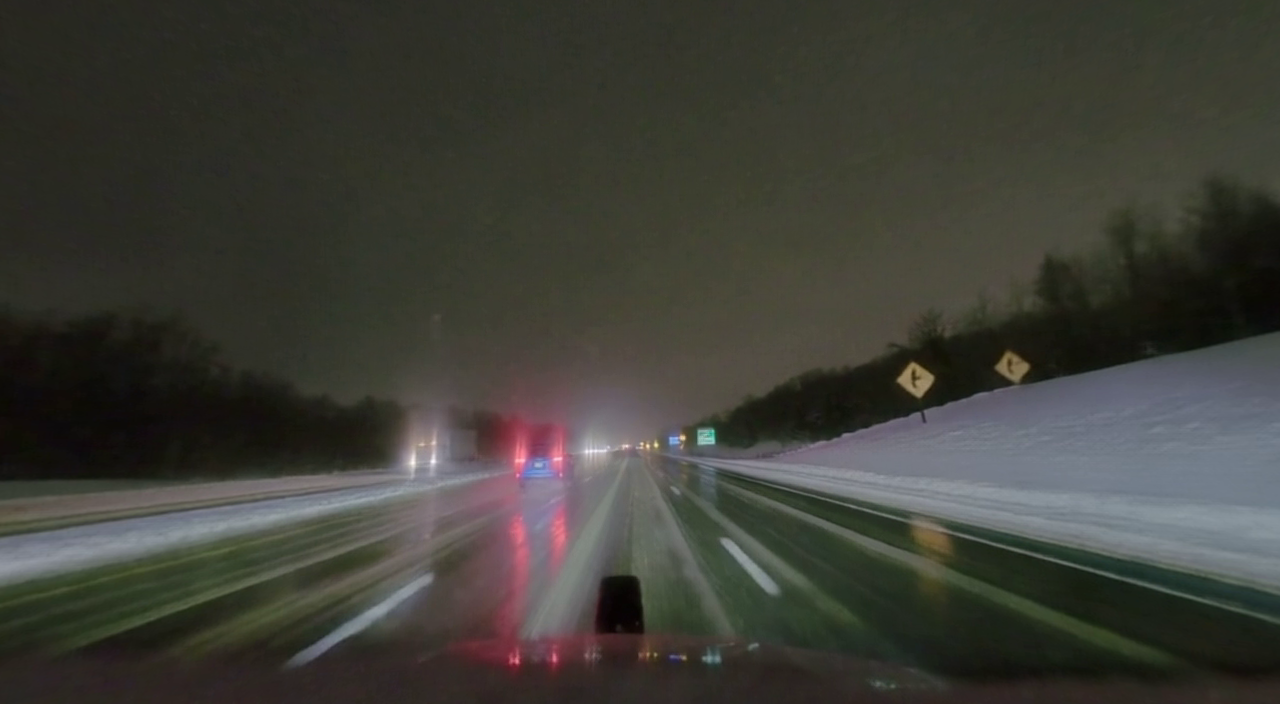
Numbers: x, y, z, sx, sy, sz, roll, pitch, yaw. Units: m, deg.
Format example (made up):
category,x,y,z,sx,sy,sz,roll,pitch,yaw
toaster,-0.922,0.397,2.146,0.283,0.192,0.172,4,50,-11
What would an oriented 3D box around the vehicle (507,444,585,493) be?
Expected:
category,x,y,z,sx,sy,sz,roll,pitch,yaw
vehicle,-3.267,4.161,22.810,2.069,1.573,4.589,0,-9,1
